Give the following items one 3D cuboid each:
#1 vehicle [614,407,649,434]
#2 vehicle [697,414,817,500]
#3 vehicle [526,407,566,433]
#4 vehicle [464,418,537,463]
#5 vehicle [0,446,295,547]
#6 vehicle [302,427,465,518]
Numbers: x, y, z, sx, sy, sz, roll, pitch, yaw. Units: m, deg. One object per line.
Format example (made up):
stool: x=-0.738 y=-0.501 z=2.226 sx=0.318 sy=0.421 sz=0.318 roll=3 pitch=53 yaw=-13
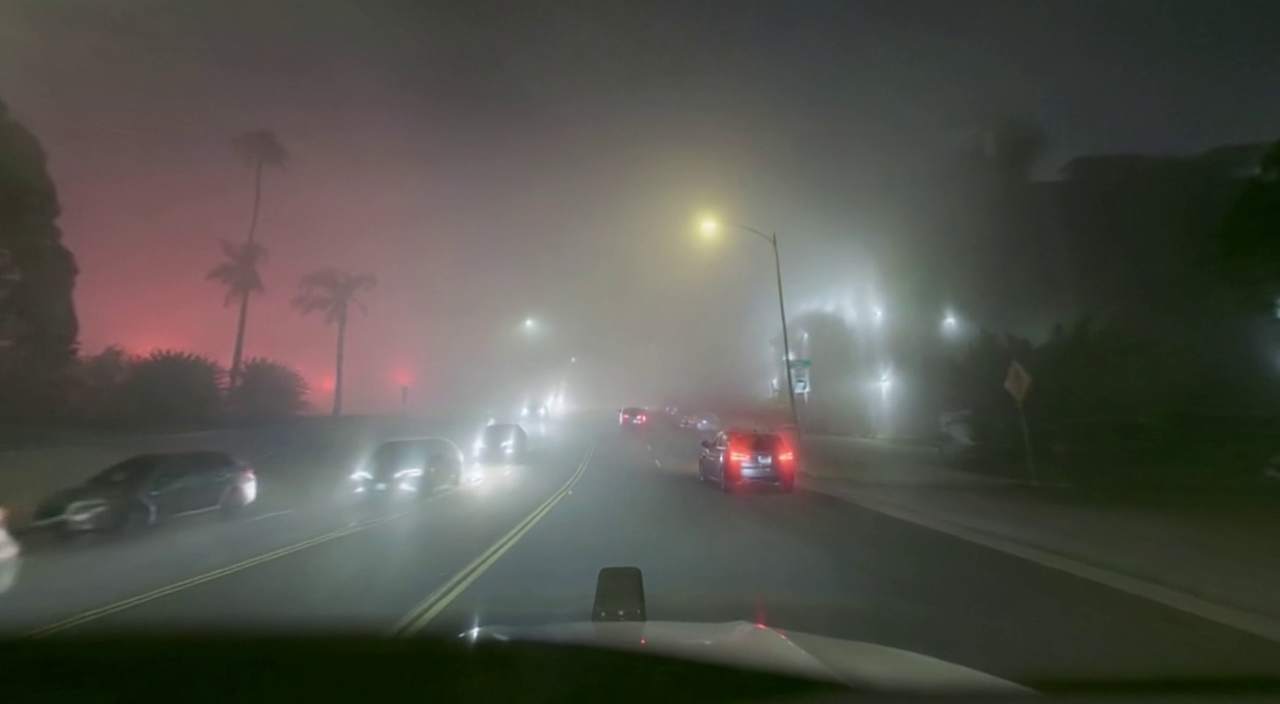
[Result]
vehicle: x=-0.591 y=4.606 z=41.913 sx=2.196 sy=1.655 sz=3.939 roll=0 pitch=-8 yaw=-2
vehicle: x=2.782 y=2.629 z=16.170 sx=1.995 sy=1.858 sz=4.333 roll=0 pitch=-8 yaw=-3
vehicle: x=-6.714 y=4.934 z=45.542 sx=2.171 sy=1.676 sz=4.523 roll=-1 pitch=-8 yaw=0
vehicle: x=-6.177 y=3.998 z=28.667 sx=2.295 sy=1.837 sz=4.680 roll=-1 pitch=-8 yaw=0
vehicle: x=-9.031 y=2.438 z=11.691 sx=2.118 sy=1.333 sz=5.950 roll=0 pitch=-8 yaw=-2
vehicle: x=-6.025 y=2.850 z=15.639 sx=2.138 sy=1.858 sz=4.788 roll=0 pitch=-8 yaw=-1
